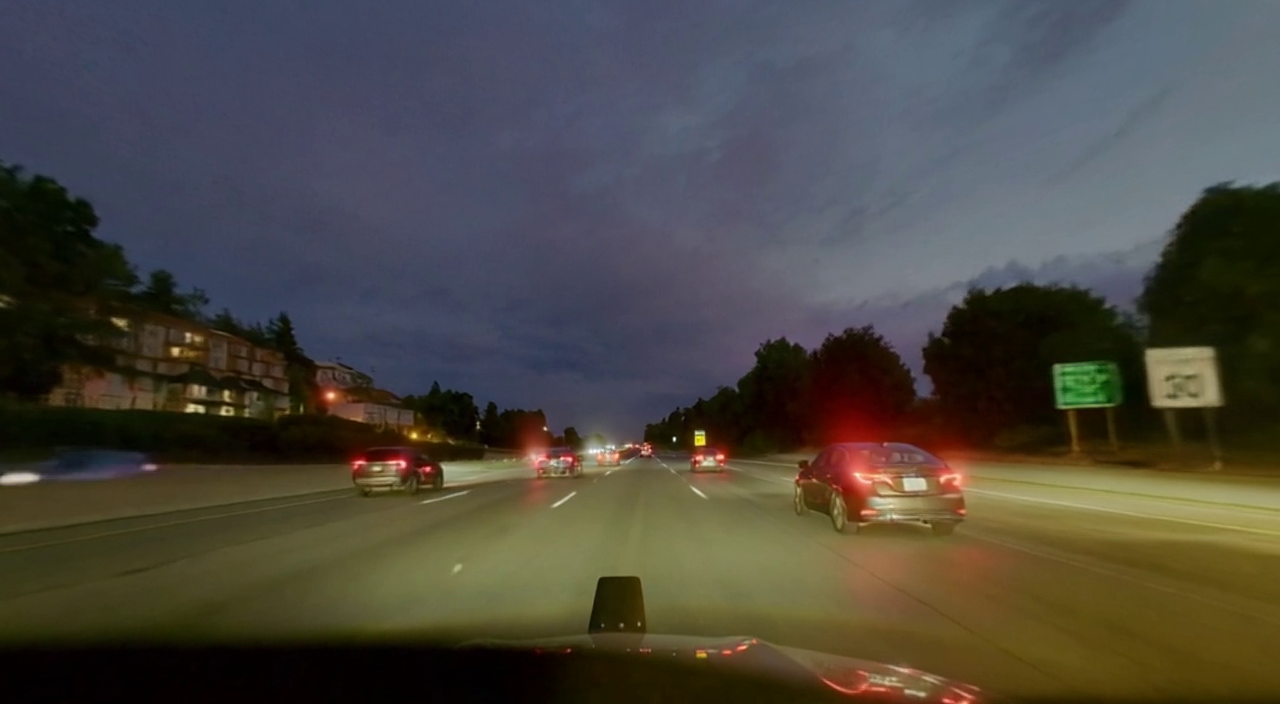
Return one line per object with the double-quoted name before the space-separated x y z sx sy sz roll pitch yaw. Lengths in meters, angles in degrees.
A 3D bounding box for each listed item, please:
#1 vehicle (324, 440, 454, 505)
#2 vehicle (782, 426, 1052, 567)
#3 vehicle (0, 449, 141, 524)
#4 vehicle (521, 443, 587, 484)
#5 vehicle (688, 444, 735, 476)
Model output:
"vehicle" -7.317 3.522 18.943 2.057 1.681 4.277 -1 -8 1
"vehicle" 3.518 1.902 9.092 1.912 1.509 4.291 0 -8 0
"vehicle" -15.539 3.270 15.668 2.061 1.684 5.044 -1 -8 1
"vehicle" -3.558 4.680 26.836 2.136 1.571 4.285 0 -8 1
"vehicle" 3.458 5.309 31.168 1.854 1.438 3.954 0 -8 0
